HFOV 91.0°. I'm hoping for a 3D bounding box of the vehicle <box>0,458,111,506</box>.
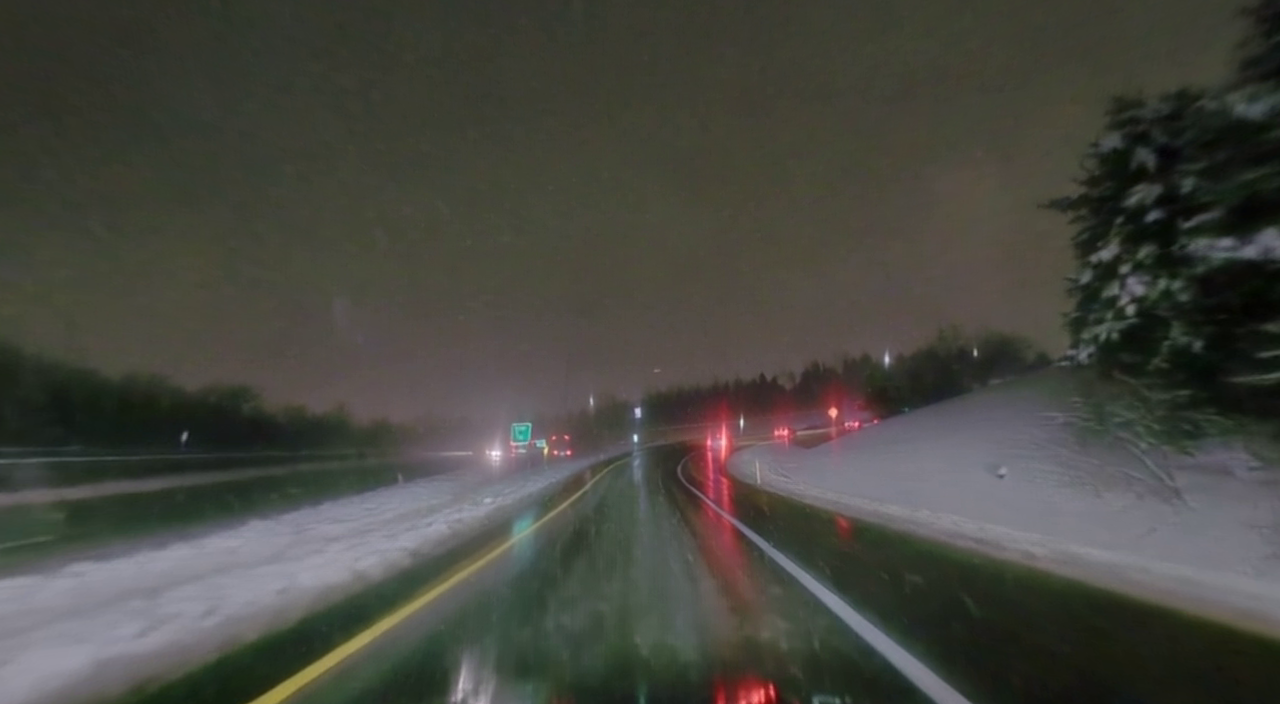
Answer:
[{"bbox_3d":[-26.058,5.524,27.220,2.209,1.778,5.108,1,-9,-6],"label":"vehicle"}]
